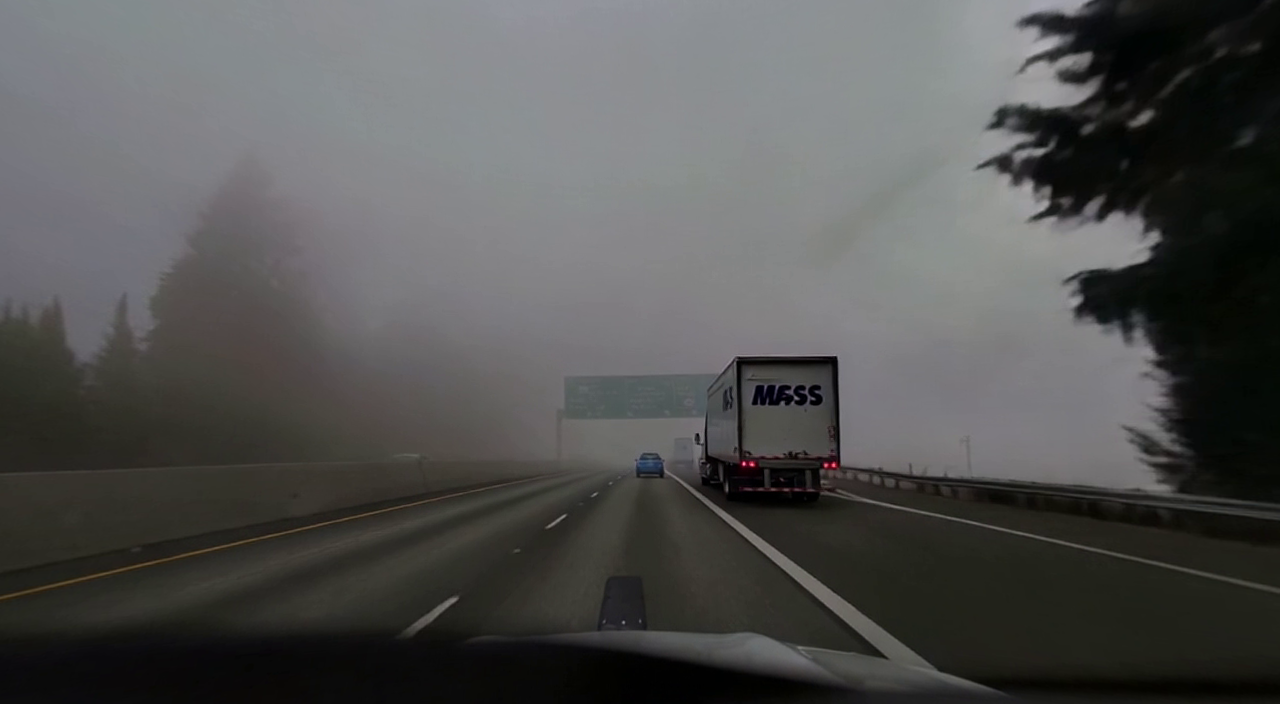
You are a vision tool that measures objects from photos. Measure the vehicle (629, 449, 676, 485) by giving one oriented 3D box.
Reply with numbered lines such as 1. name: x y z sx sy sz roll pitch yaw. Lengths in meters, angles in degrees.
1. vehicle: 0.605 5.582 30.977 2.121 1.642 3.828 0 -9 1

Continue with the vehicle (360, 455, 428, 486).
1. vehicle: -12.848 6.215 33.204 1.804 1.450 4.182 0 -9 2

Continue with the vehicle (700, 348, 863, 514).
1. vehicle: 4.179 3.013 22.771 3.002 4.104 14.174 0 -9 2
